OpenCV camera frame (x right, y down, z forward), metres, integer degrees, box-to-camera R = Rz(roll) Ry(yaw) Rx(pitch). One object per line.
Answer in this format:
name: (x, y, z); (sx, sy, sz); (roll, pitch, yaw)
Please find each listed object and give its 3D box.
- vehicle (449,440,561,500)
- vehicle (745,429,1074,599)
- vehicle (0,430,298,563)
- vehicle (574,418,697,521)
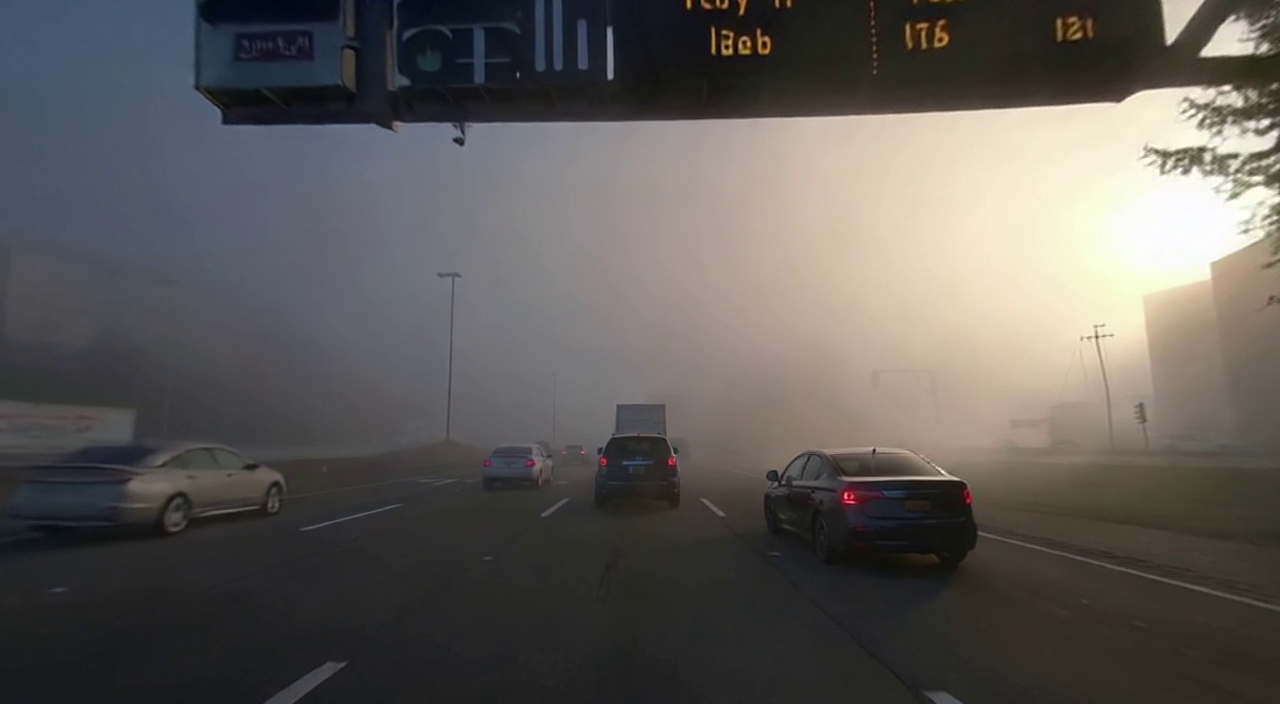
vehicle: (-3.613, 3.256, 17.870); (2.132, 1.464, 4.481); (0, -9, 1)
vehicle: (2.755, 1.765, 7.850); (2.018, 1.470, 4.491); (0, -9, -1)
vehicle: (-7.414, 1.978, 9.454); (1.933, 1.476, 4.652); (0, -9, 1)
vehicle: (-0.084, 2.361, 13.106); (2.152, 1.779, 3.924); (0, -9, 0)
